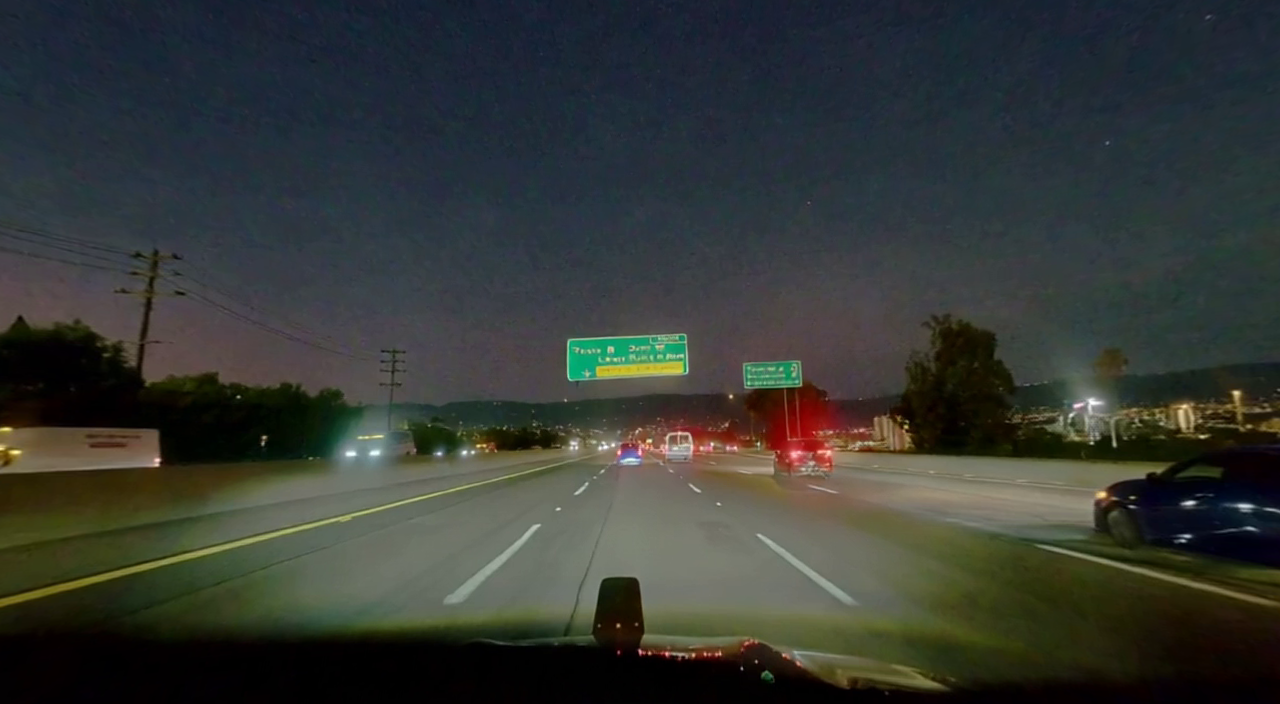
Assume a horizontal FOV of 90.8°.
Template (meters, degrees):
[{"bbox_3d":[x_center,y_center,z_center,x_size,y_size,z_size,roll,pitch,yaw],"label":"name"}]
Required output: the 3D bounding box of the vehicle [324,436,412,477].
[{"bbox_3d":[-13.790,5.336,32.495,2.181,1.941,5.247,0,-9,0],"label":"vehicle"}]

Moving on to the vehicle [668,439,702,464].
[{"bbox_3d":[3.347,7.533,47.860,2.036,1.796,4.470,0,-9,-2],"label":"vehicle"}]

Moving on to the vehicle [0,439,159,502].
[{"bbox_3d":[-25.344,5.015,27.428,3.257,2.357,7.209,0,-9,-1],"label":"vehicle"}]

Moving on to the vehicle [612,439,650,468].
[{"bbox_3d":[-0.578,6.523,40.731,2.325,1.712,4.592,0,-9,0],"label":"vehicle"}]

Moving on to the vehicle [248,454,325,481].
[{"bbox_3d":[-21.459,7.011,38.588,2.063,1.474,4.684,0,-9,-1],"label":"vehicle"}]

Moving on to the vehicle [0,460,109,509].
[{"bbox_3d":[-21.020,4.438,21.437,2.019,1.468,4.558,0,-9,0],"label":"vehicle"}]

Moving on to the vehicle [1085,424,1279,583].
[{"bbox_3d":[7.081,1.440,6.050,2.111,1.482,4.734,0,-9,-1],"label":"vehicle"}]
